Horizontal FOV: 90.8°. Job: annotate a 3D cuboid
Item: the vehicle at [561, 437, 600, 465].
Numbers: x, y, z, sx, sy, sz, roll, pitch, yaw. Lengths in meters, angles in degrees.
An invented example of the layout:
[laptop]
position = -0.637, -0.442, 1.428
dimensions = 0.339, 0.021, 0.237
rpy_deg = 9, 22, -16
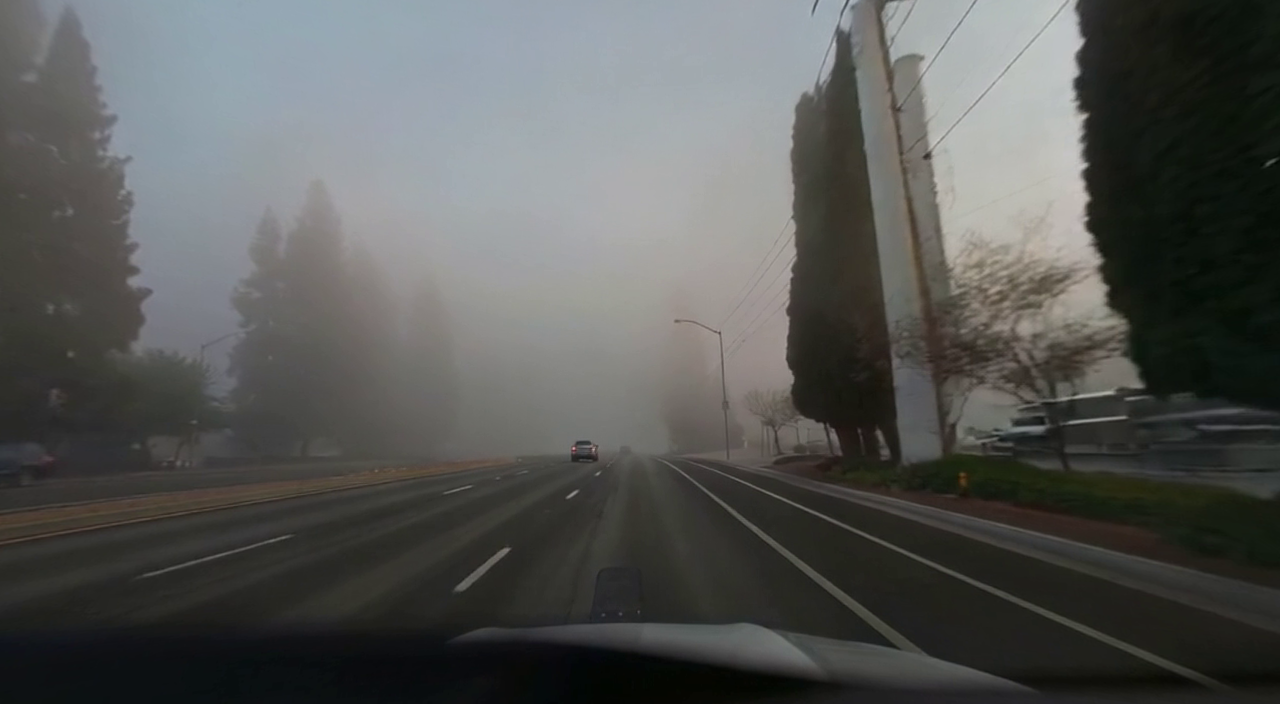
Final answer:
[vehicle]
position = -3.778, 6.367, 40.832
dimensions = 2.121, 1.654, 3.993
rpy_deg = 0, -8, 0
